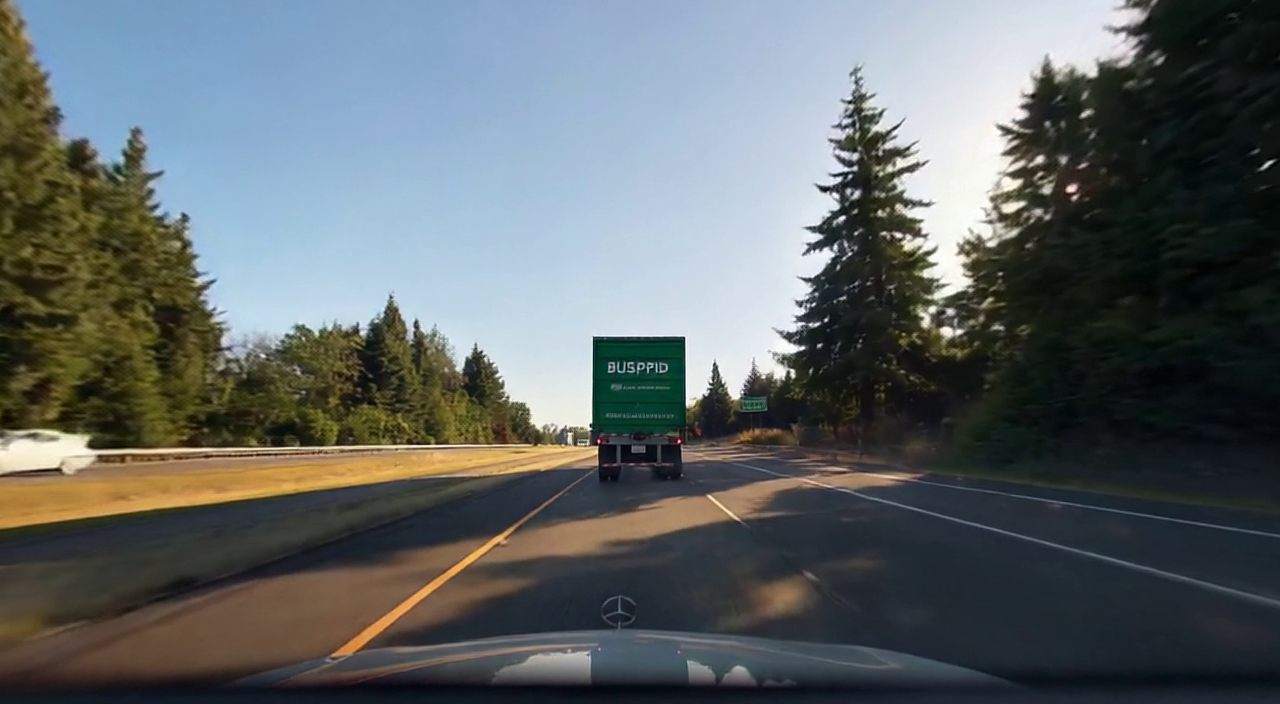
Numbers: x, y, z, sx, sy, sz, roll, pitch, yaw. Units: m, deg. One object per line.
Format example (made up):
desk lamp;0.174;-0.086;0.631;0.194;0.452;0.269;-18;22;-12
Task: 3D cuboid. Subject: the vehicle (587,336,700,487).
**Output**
vehicle;0.082;2.095;20.649;2.870;3.911;8.697;0;-8;0

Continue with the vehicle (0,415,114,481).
vehicle;-15.710;2.355;15.588;1.795;1.517;4.019;0;-8;0
